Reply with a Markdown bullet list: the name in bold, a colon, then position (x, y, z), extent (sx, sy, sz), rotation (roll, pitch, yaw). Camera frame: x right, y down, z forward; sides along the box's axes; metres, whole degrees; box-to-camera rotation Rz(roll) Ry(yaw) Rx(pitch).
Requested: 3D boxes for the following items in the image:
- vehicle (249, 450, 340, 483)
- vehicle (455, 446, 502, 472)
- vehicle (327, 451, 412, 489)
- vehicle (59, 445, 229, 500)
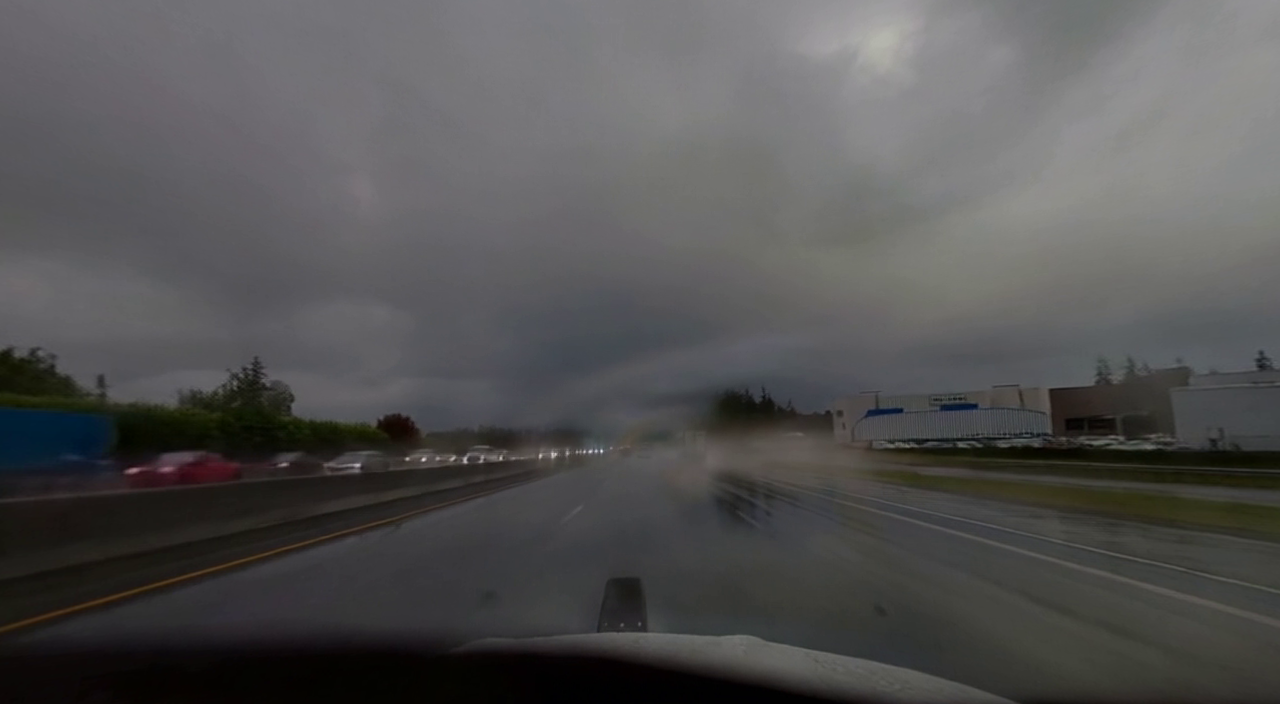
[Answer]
- **vehicle**: position (-16.752, 5.559, 30.865), extent (1.863, 1.478, 4.653), rotation (0, -9, 0)
- **vehicle**: position (-10.598, 7.045, 41.592), extent (1.886, 1.568, 4.269), rotation (0, -9, 1)
- **vehicle**: position (-10.744, 4.690, 25.302), extent (1.776, 1.385, 3.631), rotation (0, -9, 0)
- **vehicle**: position (-15.654, 3.809, 20.267), extent (1.894, 1.553, 4.341), rotation (0, -9, 0)
